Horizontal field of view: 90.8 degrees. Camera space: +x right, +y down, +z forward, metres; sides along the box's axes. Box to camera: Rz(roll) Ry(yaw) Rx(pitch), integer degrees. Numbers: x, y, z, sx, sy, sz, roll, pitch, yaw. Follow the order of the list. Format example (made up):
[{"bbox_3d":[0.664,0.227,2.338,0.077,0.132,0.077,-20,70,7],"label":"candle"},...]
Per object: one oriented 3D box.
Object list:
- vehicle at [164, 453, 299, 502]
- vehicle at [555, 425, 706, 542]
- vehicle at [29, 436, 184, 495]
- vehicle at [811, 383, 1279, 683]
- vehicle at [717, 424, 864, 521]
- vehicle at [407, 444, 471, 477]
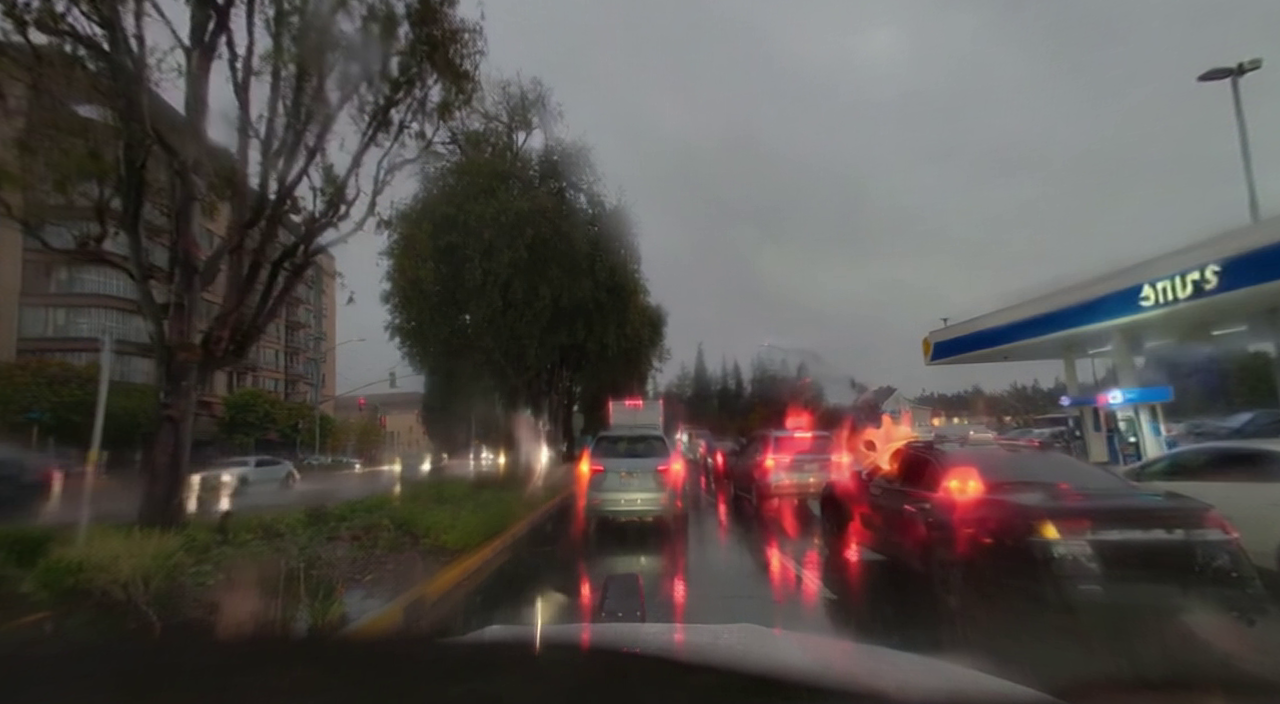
[{"bbox_3d":[-14.421,4.416,22.689,1.883,1.479,4.471,0,-9,-1],"label":"vehicle"},{"bbox_3d":[-0.173,2.122,10.777,2.106,1.613,3.697,0,-9,-1],"label":"vehicle"},{"bbox_3d":[-26.942,5.712,32.348,2.571,2.711,6.027,0,-9,0],"label":"vehicle"},{"bbox_3d":[3.347,1.357,5.916,2.056,1.700,4.399,0,-9,-3],"label":"vehicle"},{"bbox_3d":[2.927,2.447,13.290,1.995,1.677,4.106,0,-9,-1],"label":"vehicle"},{"bbox_3d":[-11.078,5.982,35.206,2.055,1.663,4.637,0,-9,0],"label":"vehicle"}]
